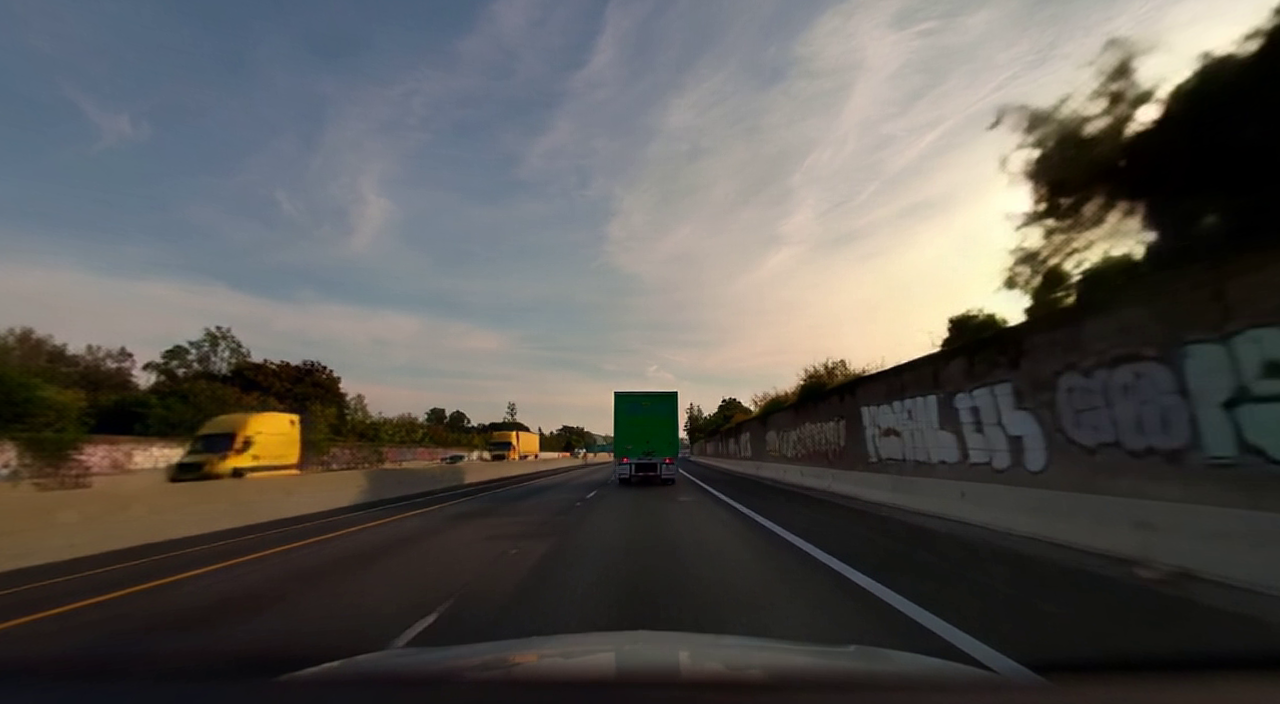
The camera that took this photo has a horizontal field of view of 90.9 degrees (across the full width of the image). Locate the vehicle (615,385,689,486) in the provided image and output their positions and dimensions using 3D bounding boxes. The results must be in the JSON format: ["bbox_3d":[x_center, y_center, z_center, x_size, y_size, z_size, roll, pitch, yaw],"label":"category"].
[{"bbox_3d":[0.372,4.067,29.811,2.900,3.955,10.151,0,-9,-1],"label":"vehicle"}]

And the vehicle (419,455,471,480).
[{"bbox_3d":[-11.921,7.093,38.822,1.795,1.426,4.297,0,-9,0],"label":"vehicle"}]

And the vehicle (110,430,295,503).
[{"bbox_3d":[-16.693,4.408,24.785,2.427,2.440,6.745,0,-9,0],"label":"vehicle"}]
